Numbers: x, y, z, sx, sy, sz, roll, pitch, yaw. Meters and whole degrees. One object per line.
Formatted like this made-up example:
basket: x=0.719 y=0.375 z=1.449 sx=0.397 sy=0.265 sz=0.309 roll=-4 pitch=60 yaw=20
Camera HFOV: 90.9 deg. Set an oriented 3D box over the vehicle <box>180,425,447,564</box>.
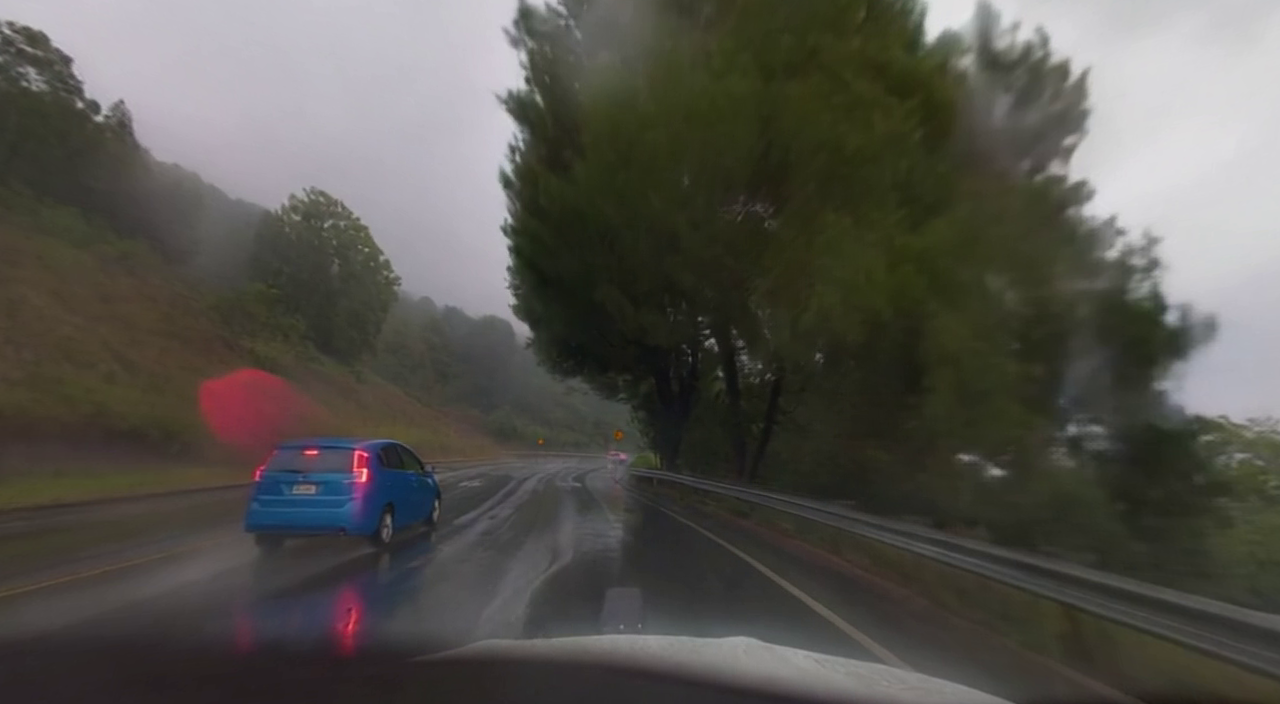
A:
vehicle: x=-4.477 y=2.006 z=9.523 sx=2.078 sy=1.607 sz=3.959 roll=0 pitch=-9 yaw=-4
